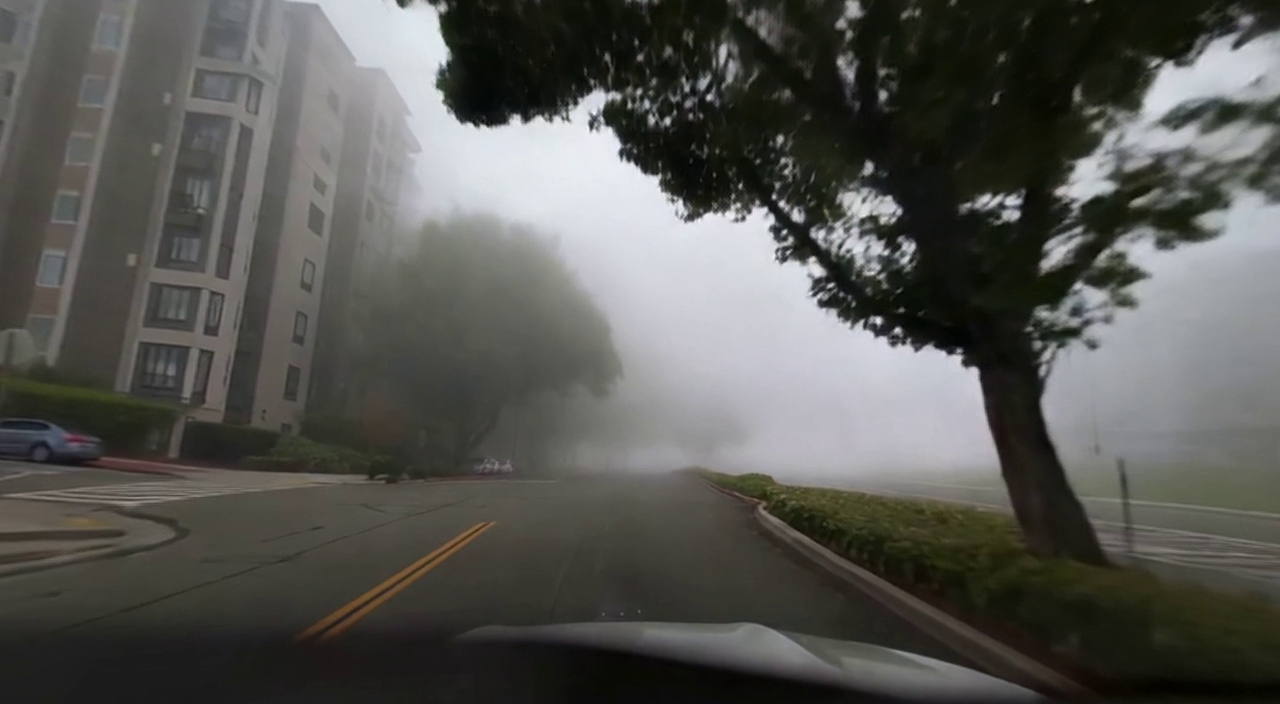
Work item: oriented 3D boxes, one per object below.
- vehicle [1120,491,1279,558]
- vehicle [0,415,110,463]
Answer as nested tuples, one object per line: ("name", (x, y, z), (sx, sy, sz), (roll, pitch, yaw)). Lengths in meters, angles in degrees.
("vehicle", (21.077, 6.268, 23.500), (2.322, 1.818, 4.871), (1, -8, -5))
("vehicle", (-19.716, 2.748, 19.920), (4.322, 1.436, 1.827), (0, -8, 0))
